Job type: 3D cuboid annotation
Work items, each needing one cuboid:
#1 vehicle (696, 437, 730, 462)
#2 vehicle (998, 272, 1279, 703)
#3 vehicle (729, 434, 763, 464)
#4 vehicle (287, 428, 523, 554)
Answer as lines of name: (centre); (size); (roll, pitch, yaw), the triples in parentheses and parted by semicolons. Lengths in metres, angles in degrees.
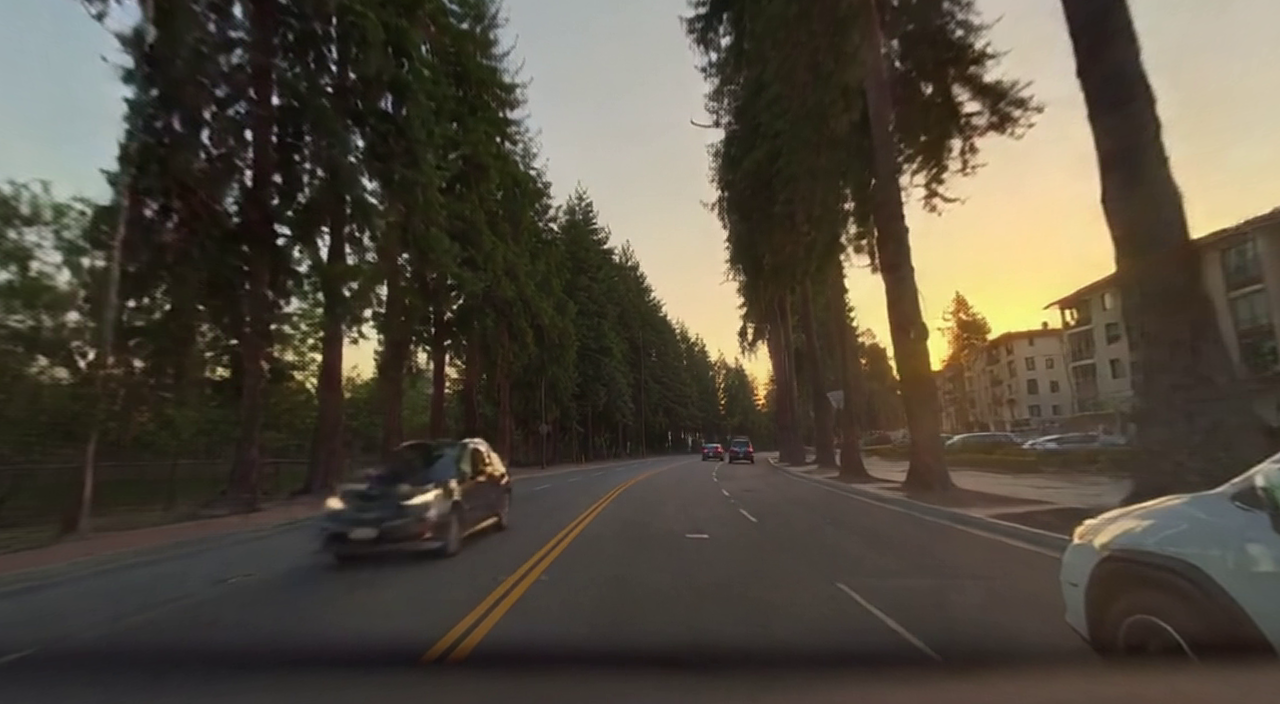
vehicle: (5.763, 7.635, 49.352); (2.158, 1.852, 4.485); (-2, -9, 12)
vehicle: (3.227, 0.531, 1.120); (2.219, 1.881, 5.104); (-1, -9, 1)
vehicle: (6.936, 6.355, 41.142); (2.069, 1.791, 4.422); (-2, -9, 9)
vehicle: (-3.332, 2.048, 9.940); (1.958, 1.538, 4.081); (-1, -9, 3)
